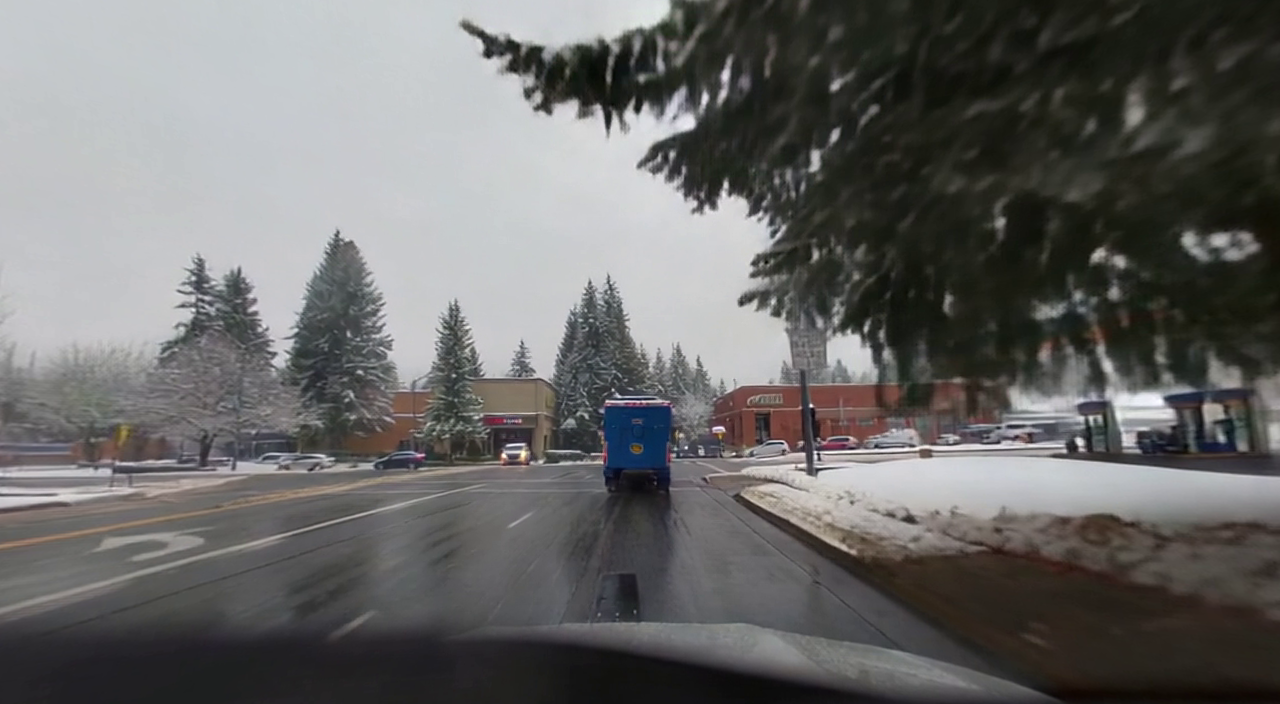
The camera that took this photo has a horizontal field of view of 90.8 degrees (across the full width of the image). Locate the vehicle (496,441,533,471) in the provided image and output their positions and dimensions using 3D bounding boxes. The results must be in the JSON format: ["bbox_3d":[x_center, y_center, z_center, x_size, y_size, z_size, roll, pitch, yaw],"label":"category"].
[{"bbox_3d":[-7.592,6.321,38.584,1.997,1.679,4.263,1,-8,-9],"label":"vehicle"}]

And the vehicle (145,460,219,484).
[{"bbox_3d":[-31.164,8.164,43.164,1.766,1.428,4.337,0,-8,1],"label":"vehicle"}]

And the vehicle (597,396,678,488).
[{"bbox_3d":[0.094,3.355,23.506,2.463,2.954,5.938,-1,-8,5],"label":"vehicle"}]

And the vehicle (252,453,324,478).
[{"bbox_3d":[-27.645,8.923,49.698,4.583,1.556,1.893,-4,-8,-1],"label":"vehicle"}]

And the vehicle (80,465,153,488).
[{"bbox_3d":[-35.903,8.507,43.421,1.834,1.383,3.707,0,-8,-1],"label":"vehicle"}]

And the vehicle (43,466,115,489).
[{"bbox_3d":[-38.183,8.557,43.098,1.713,1.362,3.605,0,-8,-2],"label":"vehicle"}]
